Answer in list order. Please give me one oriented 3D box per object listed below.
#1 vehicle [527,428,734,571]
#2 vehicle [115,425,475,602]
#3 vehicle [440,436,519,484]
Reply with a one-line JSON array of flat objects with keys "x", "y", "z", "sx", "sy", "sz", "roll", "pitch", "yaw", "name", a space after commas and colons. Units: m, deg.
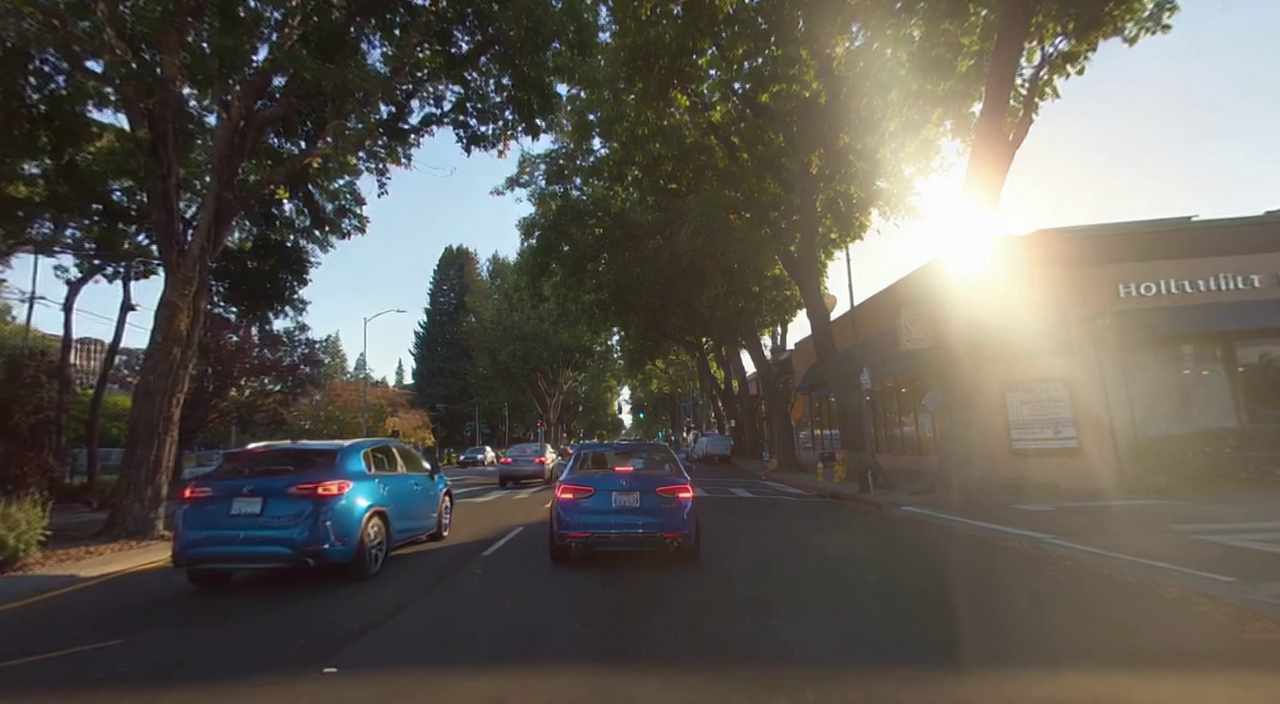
[{"x": -0.105, "y": 1.850, "z": 8.671, "sx": 2.160, "sy": 1.482, "sz": 4.037, "roll": 0, "pitch": -9, "yaw": 0, "name": "vehicle"}, {"x": -3.449, "y": 1.670, "z": 7.388, "sx": 1.905, "sy": 1.473, "sz": 4.016, "roll": 0, "pitch": -9, "yaw": 1, "name": "vehicle"}, {"x": -6.206, "y": 4.231, "z": 24.986, "sx": 2.095, "sy": 1.682, "sz": 4.371, "roll": 0, "pitch": -9, "yaw": -2, "name": "vehicle"}]
